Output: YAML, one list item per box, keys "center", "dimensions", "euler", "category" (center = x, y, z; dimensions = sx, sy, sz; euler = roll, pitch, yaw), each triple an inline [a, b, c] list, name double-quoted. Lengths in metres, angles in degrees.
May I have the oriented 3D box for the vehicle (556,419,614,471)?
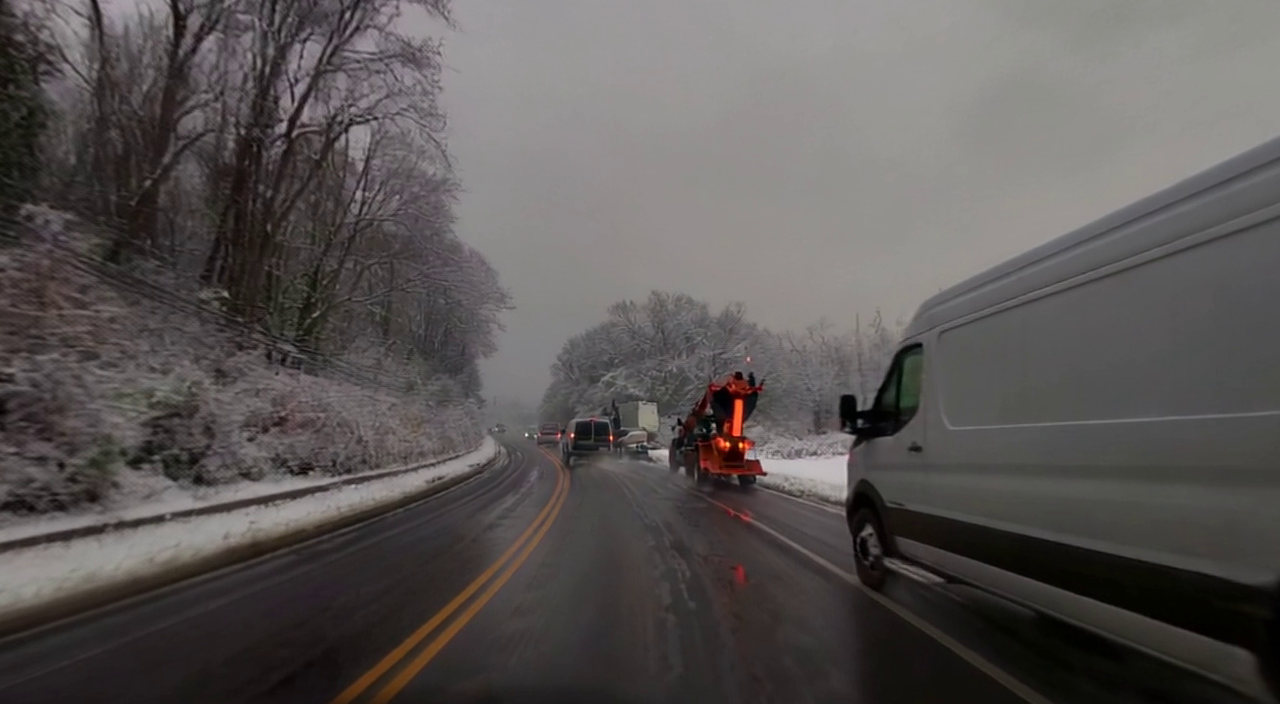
- center: [-2.721, 4.427, 30.033]
  dimensions: [2.362, 2.223, 4.892]
  euler: [2, -9, -9]
  category: "vehicle"

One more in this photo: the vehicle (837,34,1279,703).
- center: [4.560, 0.544, 5.331]
  dimensions: [3.126, 3.310, 8.534]
  euler: [0, -8, 1]
  category: "vehicle"

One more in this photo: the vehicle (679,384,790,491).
- center: [2.871, 2.768, 20.406]
  dimensions: [2.703, 3.066, 4.047]
  euler: [1, -8, -3]
  category: "vehicle"
